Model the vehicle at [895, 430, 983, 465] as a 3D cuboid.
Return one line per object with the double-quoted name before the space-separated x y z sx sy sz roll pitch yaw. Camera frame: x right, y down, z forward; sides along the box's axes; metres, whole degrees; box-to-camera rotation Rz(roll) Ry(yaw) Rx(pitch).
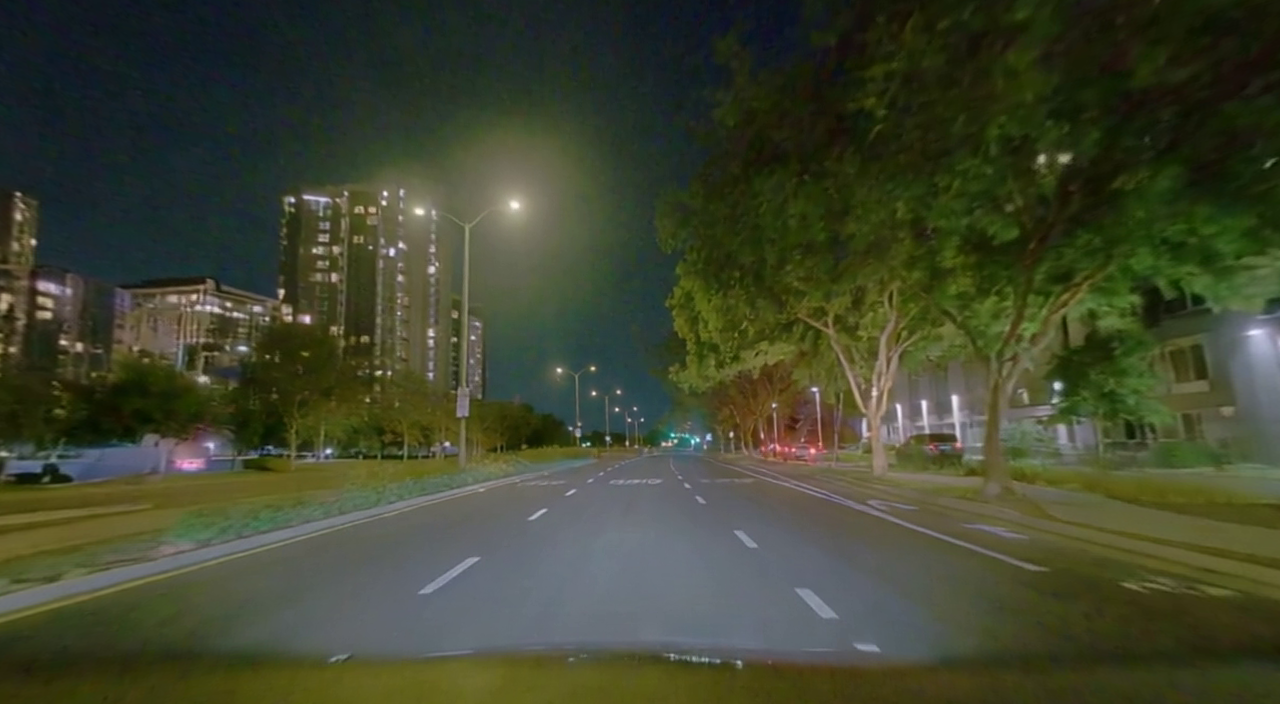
"vehicle" 13.818 4.450 29.459 1.879 1.507 4.836 0 -8 2
